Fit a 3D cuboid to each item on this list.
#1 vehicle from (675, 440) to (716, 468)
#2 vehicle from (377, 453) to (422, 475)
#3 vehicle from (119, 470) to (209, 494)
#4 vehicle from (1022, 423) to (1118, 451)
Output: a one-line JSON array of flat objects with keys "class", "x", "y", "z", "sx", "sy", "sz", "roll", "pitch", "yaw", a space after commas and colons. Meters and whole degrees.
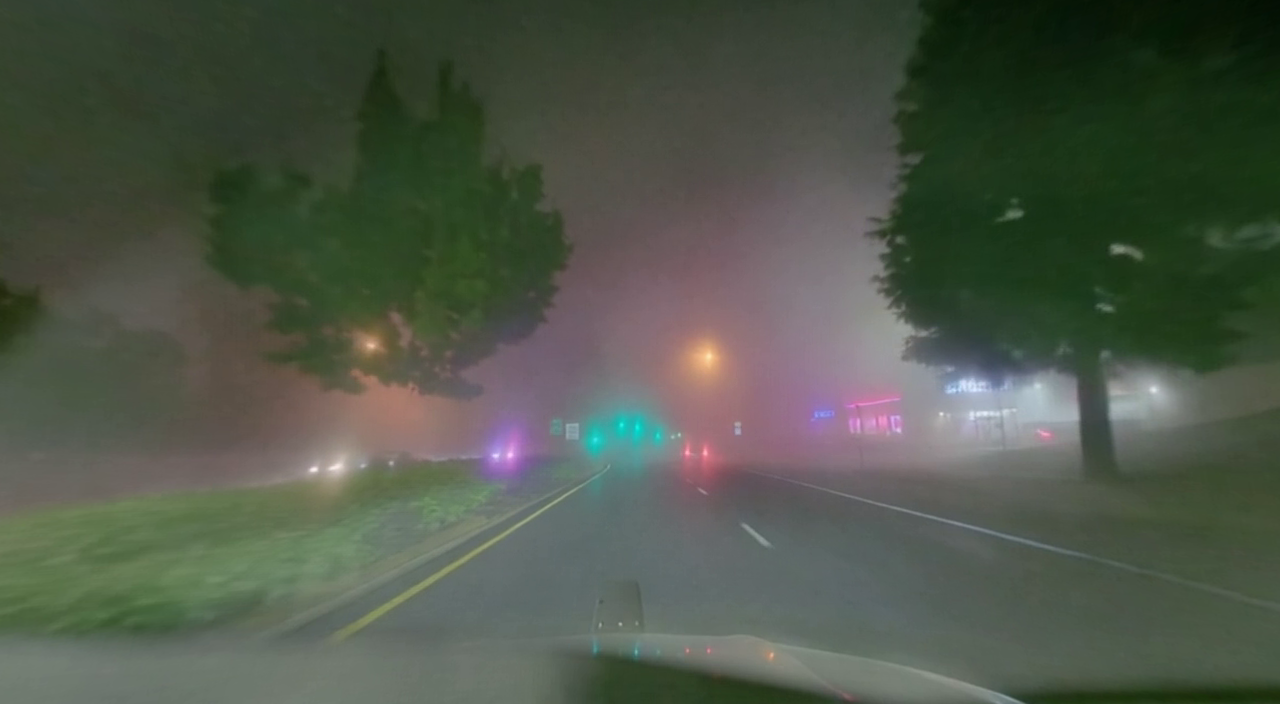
[{"class": "vehicle", "x": 3.286, "y": 6.108, "z": 37.934, "sx": 1.961, "sy": 1.580, "sz": 4.020, "roll": 0, "pitch": -8, "yaw": -2}, {"class": "vehicle", "x": -18.767, "y": 8.741, "z": 49.438, "sx": 1.827, "sy": 1.546, "sz": 4.506, "roll": 0, "pitch": -8, "yaw": -1}, {"class": "vehicle", "x": -32.003, "y": 8.741, "z": 42.570, "sx": 4.350, "sy": 1.465, "sz": 1.922, "roll": 1, "pitch": -8, "yaw": -7}, {"class": "vehicle", "x": 30.949, "y": 6.116, "z": 45.527, "sx": 5.373, "sy": 1.958, "sz": 2.152, "roll": 0, "pitch": -8, "yaw": -3}]
